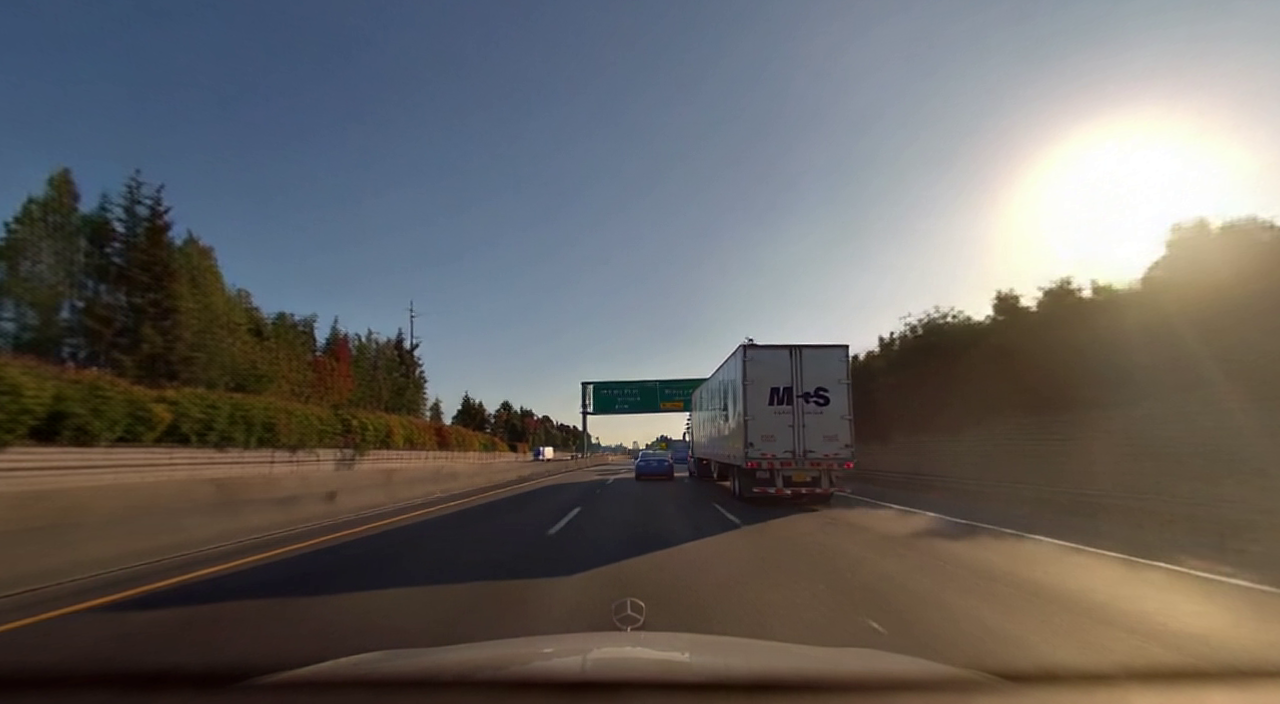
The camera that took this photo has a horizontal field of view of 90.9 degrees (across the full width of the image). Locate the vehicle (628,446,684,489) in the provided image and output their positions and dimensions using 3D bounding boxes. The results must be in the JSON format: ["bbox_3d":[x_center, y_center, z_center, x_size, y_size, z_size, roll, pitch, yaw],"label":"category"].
[{"bbox_3d":[0.598,4.722,26.045,2.121,1.642,3.828,0,-9,0],"label":"vehicle"}]

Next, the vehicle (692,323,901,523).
[{"bbox_3d":[3.758,2.492,20.022,3.002,4.104,14.174,0,-9,0],"label":"vehicle"}]
